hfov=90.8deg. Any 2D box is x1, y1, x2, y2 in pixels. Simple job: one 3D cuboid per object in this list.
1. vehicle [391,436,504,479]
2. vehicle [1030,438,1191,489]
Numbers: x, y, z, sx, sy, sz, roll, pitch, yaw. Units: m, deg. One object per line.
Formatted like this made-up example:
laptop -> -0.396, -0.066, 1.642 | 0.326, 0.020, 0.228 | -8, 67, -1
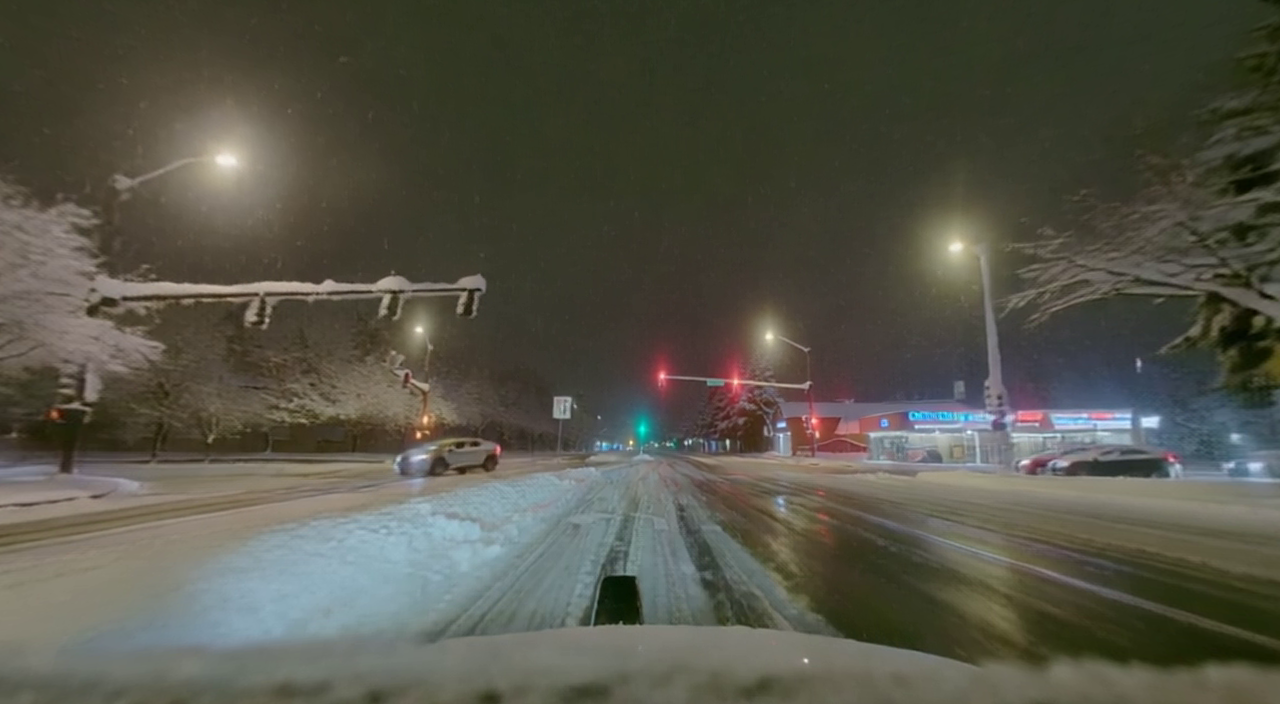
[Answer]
vehicle -> -8.388, 4.570, 27.529 | 4.408, 1.728, 2.010 | 4, -9, -24
vehicle -> 22.382, 5.290, 30.404 | 2.195, 2.201, 5.616 | 5, -10, -28
